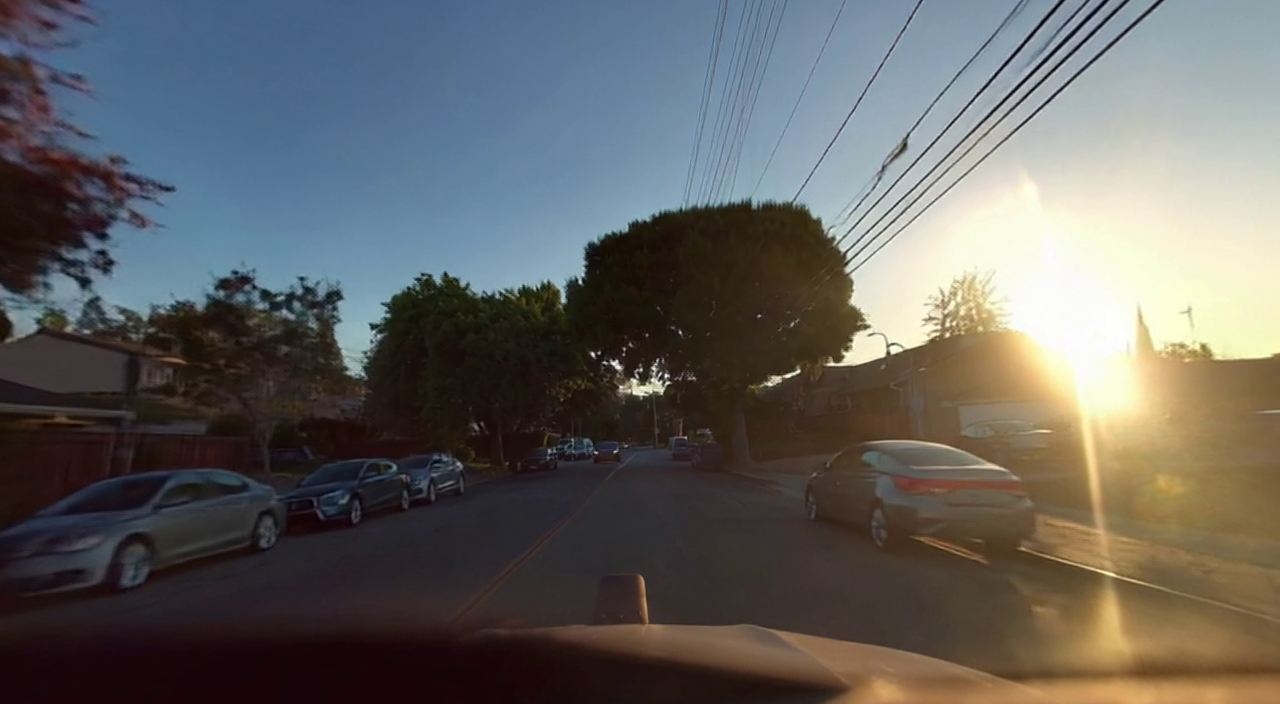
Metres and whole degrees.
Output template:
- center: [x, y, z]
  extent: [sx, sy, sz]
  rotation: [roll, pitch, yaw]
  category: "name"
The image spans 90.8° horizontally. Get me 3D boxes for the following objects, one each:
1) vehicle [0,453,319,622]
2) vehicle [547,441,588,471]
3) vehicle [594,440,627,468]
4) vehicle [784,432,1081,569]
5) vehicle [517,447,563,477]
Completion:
- center: [-6.111, 2.137, 8.191]
  extent: [1.813, 1.447, 4.437]
  rotation: [-4, -8, -3]
  category: "vehicle"
- center: [-5.669, 8.197, 49.936]
  extent: [2.200, 2.052, 5.675]
  rotation: [-4, -9, 2]
  category: "vehicle"
- center: [-2.257, 8.009, 49.709]
  extent: [2.154, 2.051, 4.571]
  rotation: [-2, -9, 3]
  category: "vehicle"
- center: [3.778, 2.004, 9.436]
  extent: [2.108, 1.493, 4.878]
  rotation: [0, -9, 0]
  category: "vehicle"
- center: [-6.152, 6.787, 39.339]
  extent: [2.055, 1.666, 4.168]
  rotation: [-2, -9, 1]
  category: "vehicle"
